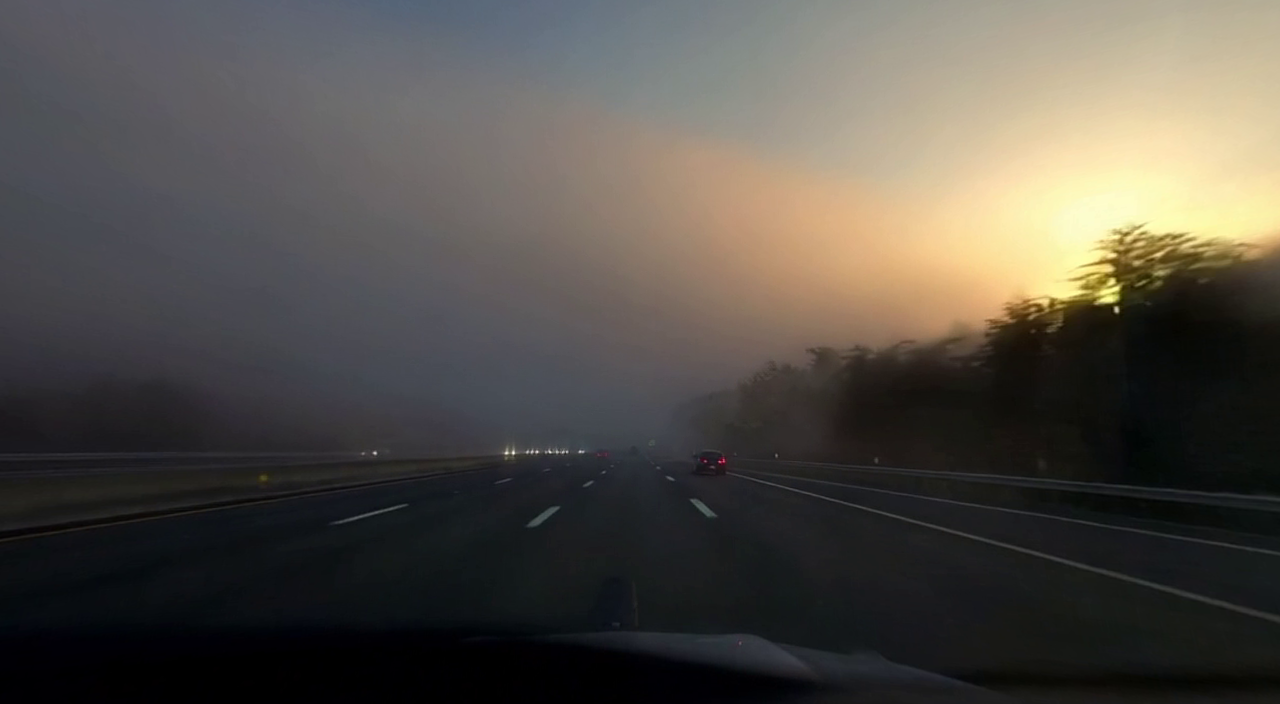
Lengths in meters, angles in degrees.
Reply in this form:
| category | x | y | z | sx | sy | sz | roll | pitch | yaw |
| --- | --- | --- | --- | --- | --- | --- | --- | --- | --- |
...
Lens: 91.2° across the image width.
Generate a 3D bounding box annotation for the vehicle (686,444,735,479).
| category | x | y | z | sx | sy | sz | roll | pitch | yaw |
| --- | --- | --- | --- | --- | --- | --- | --- | --- | --- |
| vehicle | 3.328 | 5.285 | 30.365 | 1.895 | 1.555 | 4.030 | 0 | -9 | 0 |
